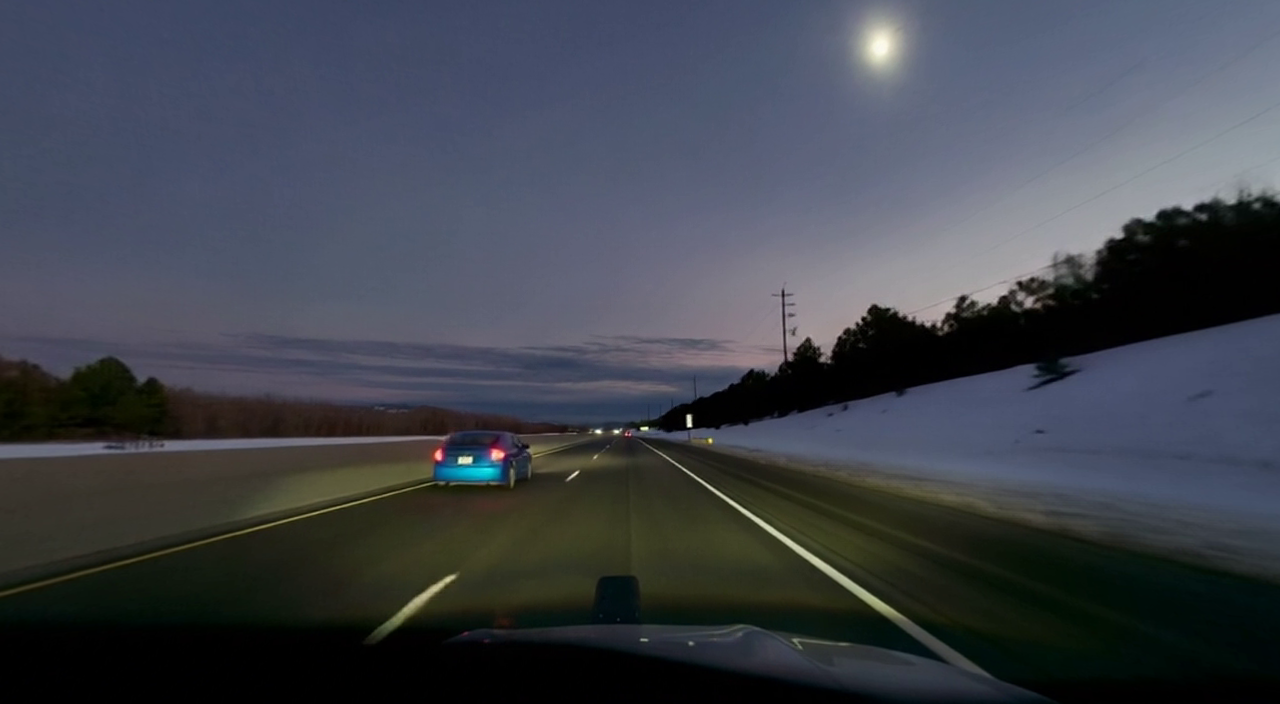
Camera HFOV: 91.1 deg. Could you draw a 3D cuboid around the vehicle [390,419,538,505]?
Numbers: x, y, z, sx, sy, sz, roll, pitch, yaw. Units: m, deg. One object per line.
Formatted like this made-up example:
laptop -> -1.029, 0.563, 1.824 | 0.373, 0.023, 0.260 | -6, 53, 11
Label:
vehicle -> -3.503, 2.256, 13.365 | 1.999, 1.536, 3.969 | 0, -8, 0
